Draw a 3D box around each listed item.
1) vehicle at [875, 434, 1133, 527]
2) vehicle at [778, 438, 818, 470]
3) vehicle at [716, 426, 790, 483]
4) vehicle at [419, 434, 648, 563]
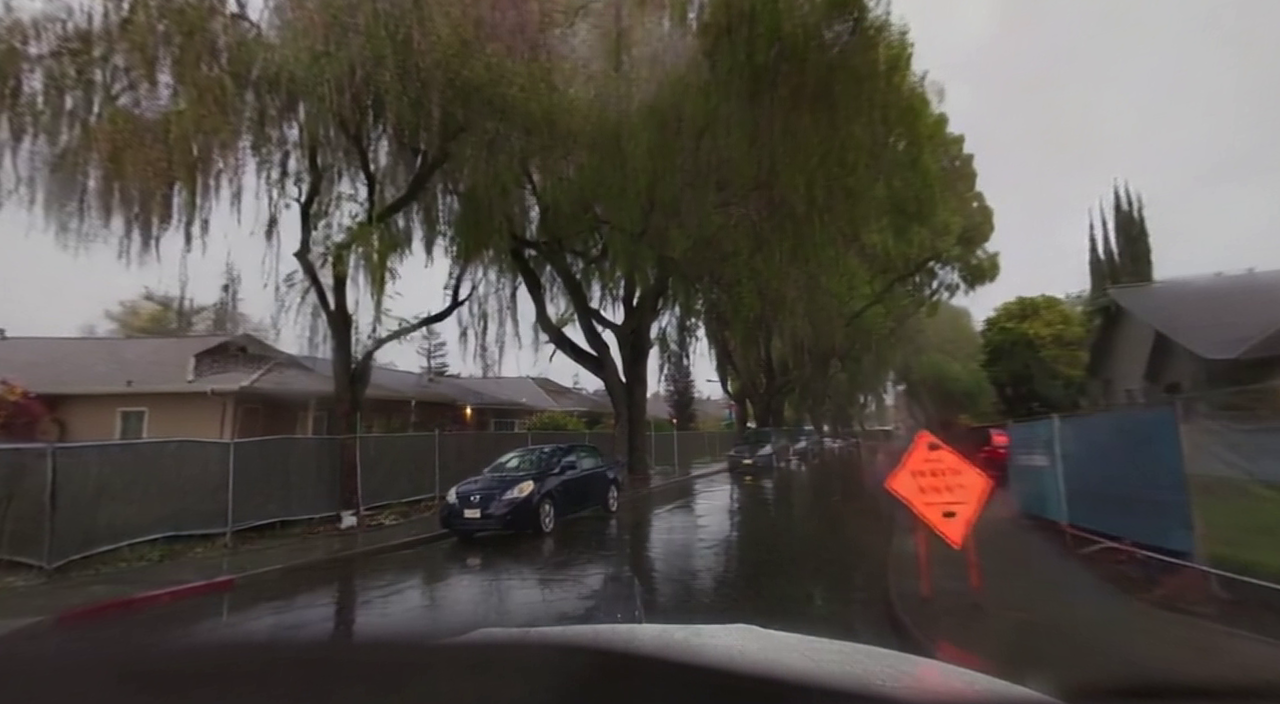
[{"bbox_3d":[6.597,2.225,11.492,4.070,1.436,1.827,3,-8,-21],"label":"vehicle"},{"bbox_3d":[9.175,5.825,36.318,1.765,1.493,4.130,0,-6,21],"label":"vehicle"},{"bbox_3d":[4.837,4.152,26.263,2.042,1.937,4.960,0,-5,22],"label":"vehicle"},{"bbox_3d":[-1.504,2.238,10.640,1.899,1.524,4.082,0,-6,22],"label":"vehicle"}]
